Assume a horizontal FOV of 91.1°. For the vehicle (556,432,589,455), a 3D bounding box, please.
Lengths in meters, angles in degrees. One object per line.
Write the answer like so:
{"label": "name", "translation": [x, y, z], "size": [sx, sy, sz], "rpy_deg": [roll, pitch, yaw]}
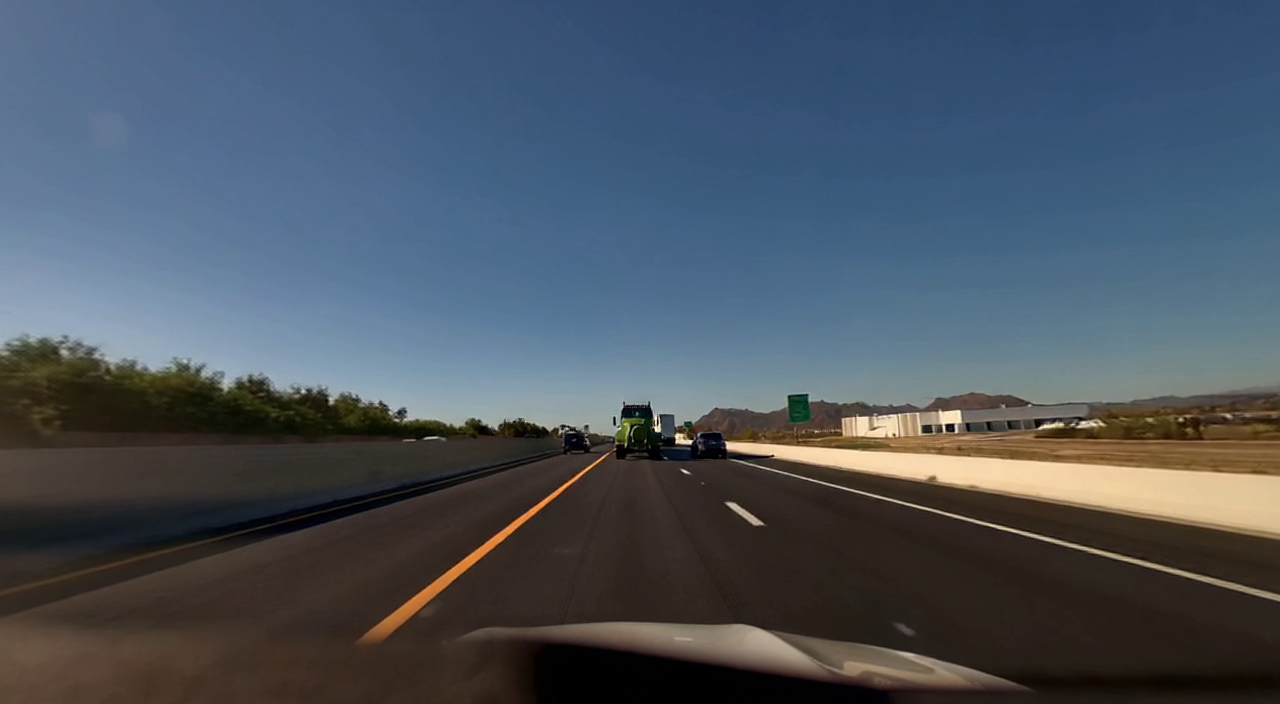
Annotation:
{"label": "vehicle", "translation": [-4.969, 6.818, 46.987], "size": [2.104, 1.575, 4.421], "rpy_deg": [0, -8, -2]}

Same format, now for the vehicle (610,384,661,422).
{"label": "vehicle", "translation": [-0.196, 2.362, 28.245], "size": [2.112, 1.472, 4.240], "rpy_deg": [0, -8, 0]}

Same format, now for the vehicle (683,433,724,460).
{"label": "vehicle", "translation": [3.717, 5.615, 37.699], "size": [1.910, 1.492, 4.324], "rpy_deg": [0, -8, -1]}

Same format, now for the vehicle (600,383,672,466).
{"label": "vehicle", "translation": [-0.319, 3.896, 32.718], "size": [2.953, 3.406, 13.372], "rpy_deg": [0, -8, -1]}
